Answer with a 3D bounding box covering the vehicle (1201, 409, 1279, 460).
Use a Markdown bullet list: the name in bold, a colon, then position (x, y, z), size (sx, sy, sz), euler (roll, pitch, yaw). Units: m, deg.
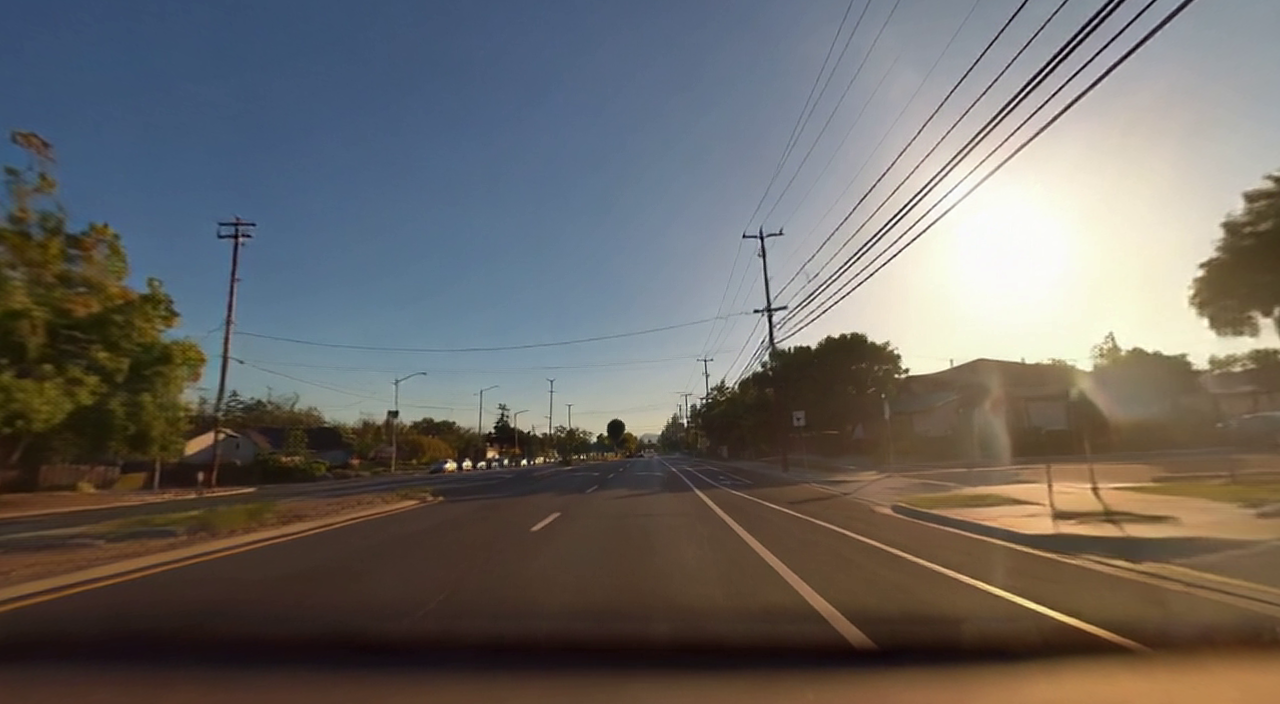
- **vehicle**: position (26.610, 3.493, 26.431), size (2.009, 2.044, 4.571), euler (0, -9, 3)
